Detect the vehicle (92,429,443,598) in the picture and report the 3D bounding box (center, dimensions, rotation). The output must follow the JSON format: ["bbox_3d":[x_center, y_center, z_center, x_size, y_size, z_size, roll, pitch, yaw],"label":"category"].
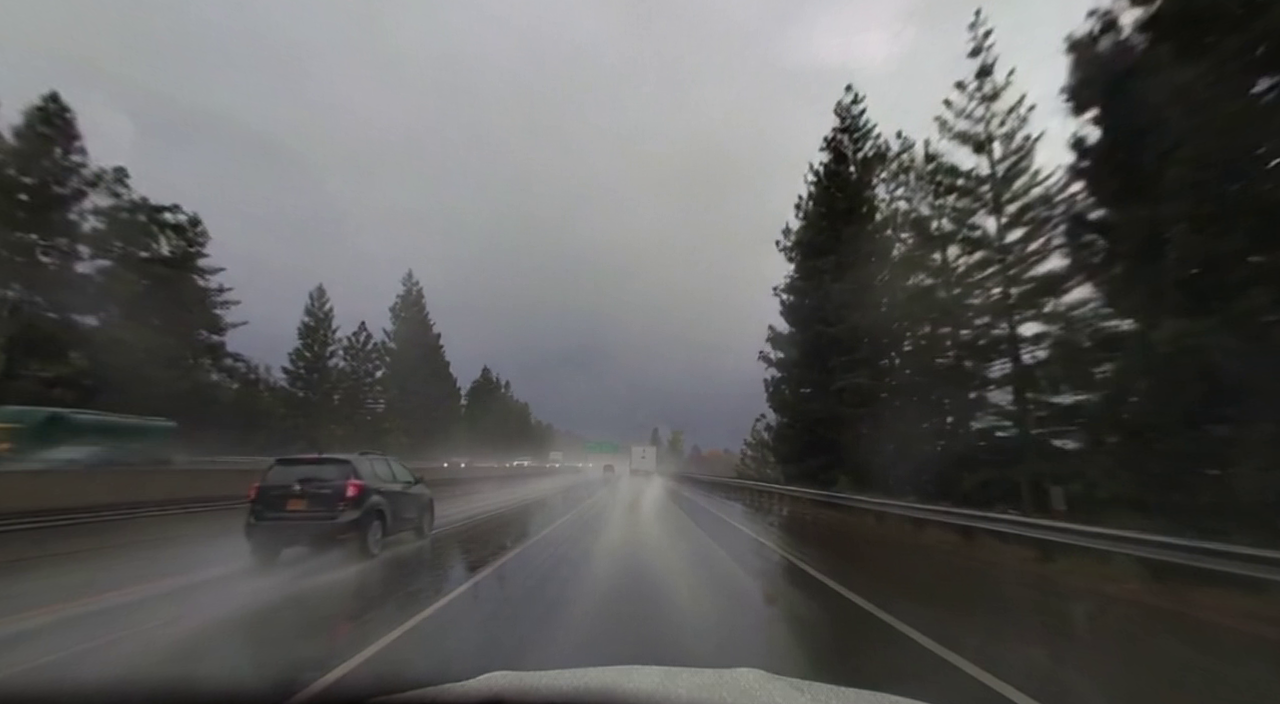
[{"bbox_3d":[-4.258,1.935,8.168,2.100,1.605,3.883,1,-11,0],"label":"vehicle"}]

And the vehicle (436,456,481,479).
[{"bbox_3d":[-13.135,8.414,45.849,1.995,1.543,4.047,1,-11,0],"label":"vehicle"}]

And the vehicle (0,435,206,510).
[{"bbox_3d":[-12.746,2.811,14.842,1.871,1.478,4.406,1,-11,0],"label":"vehicle"}]

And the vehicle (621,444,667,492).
[{"bbox_3d":[0.200,6.835,37.033,2.482,2.549,5.447,1,-11,-1],"label":"vehicle"}]
